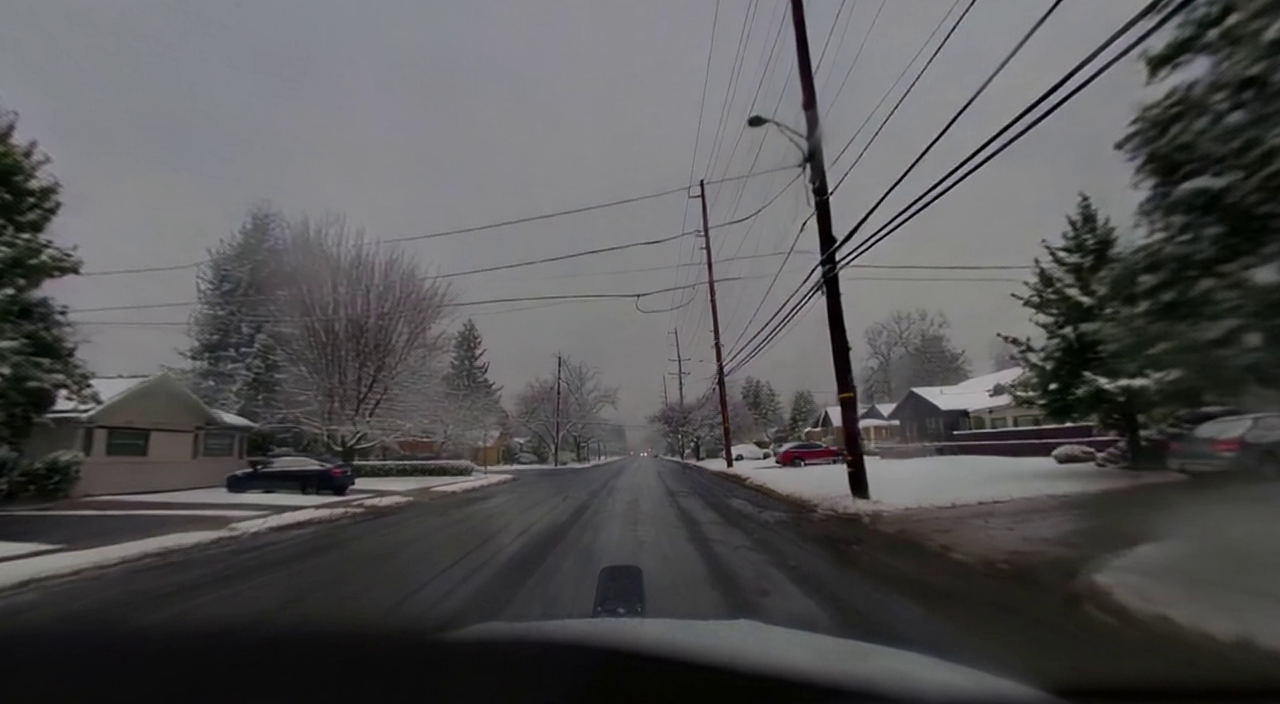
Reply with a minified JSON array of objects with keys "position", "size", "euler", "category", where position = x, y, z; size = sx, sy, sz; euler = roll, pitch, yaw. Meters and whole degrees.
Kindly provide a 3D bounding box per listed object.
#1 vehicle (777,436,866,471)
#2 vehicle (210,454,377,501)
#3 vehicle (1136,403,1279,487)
[{"position":[10.605,5.964,37.251],"size":[4.686,1.786,2.019],"euler":[-3,-9,6],"category":"vehicle"},{"position":[-12.536,4.552,23.083],"size":[4.893,1.567,2.105],"euler":[-1,-9,5],"category":"vehicle"},{"position":[14.531,2.152,14.502],"size":[4.373,1.759,2.093],"euler":[0,-9,3],"category":"vehicle"}]
